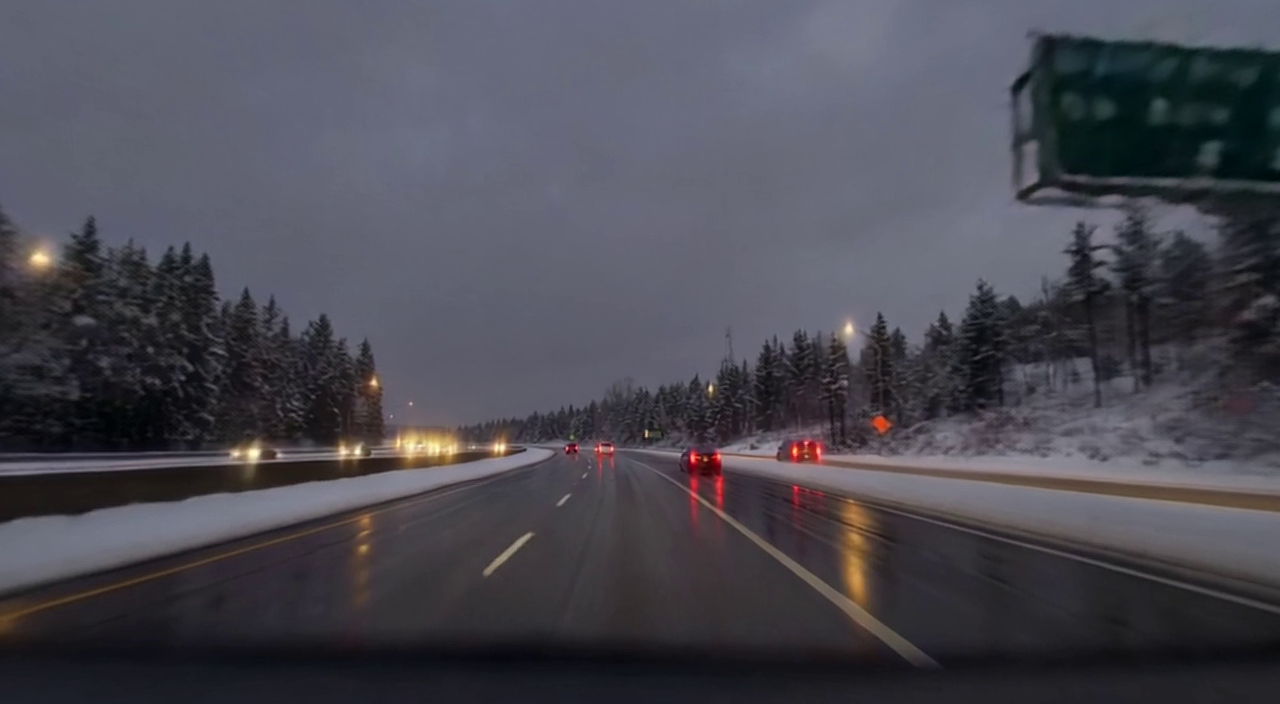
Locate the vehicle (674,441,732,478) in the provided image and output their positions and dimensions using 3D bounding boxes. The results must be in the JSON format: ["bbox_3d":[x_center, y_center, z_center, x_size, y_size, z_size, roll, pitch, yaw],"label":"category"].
[{"bbox_3d":[2.785,4.842,28.623,1.975,1.562,3.823,1,-9,-4],"label":"vehicle"}]

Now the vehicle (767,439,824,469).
[{"bbox_3d":[9.213,6.099,37.718,1.909,1.634,4.739,1,-9,-4],"label":"vehicle"}]
